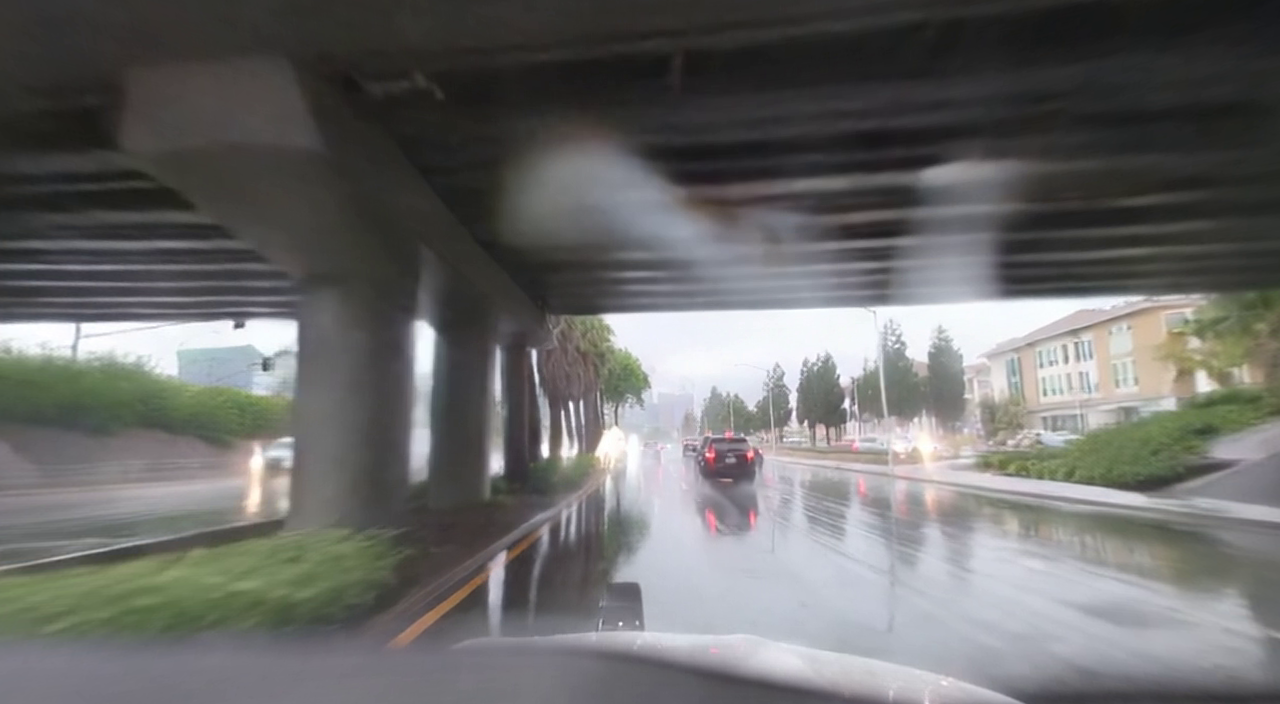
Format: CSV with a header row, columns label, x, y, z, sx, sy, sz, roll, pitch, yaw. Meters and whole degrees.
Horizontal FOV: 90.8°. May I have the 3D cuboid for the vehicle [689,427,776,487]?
label,x,y,z,sx,sy,sz,roll,pitch,yaw
vehicle,3.316,3.952,24.065,2.559,2.017,5.562,0,-9,1
